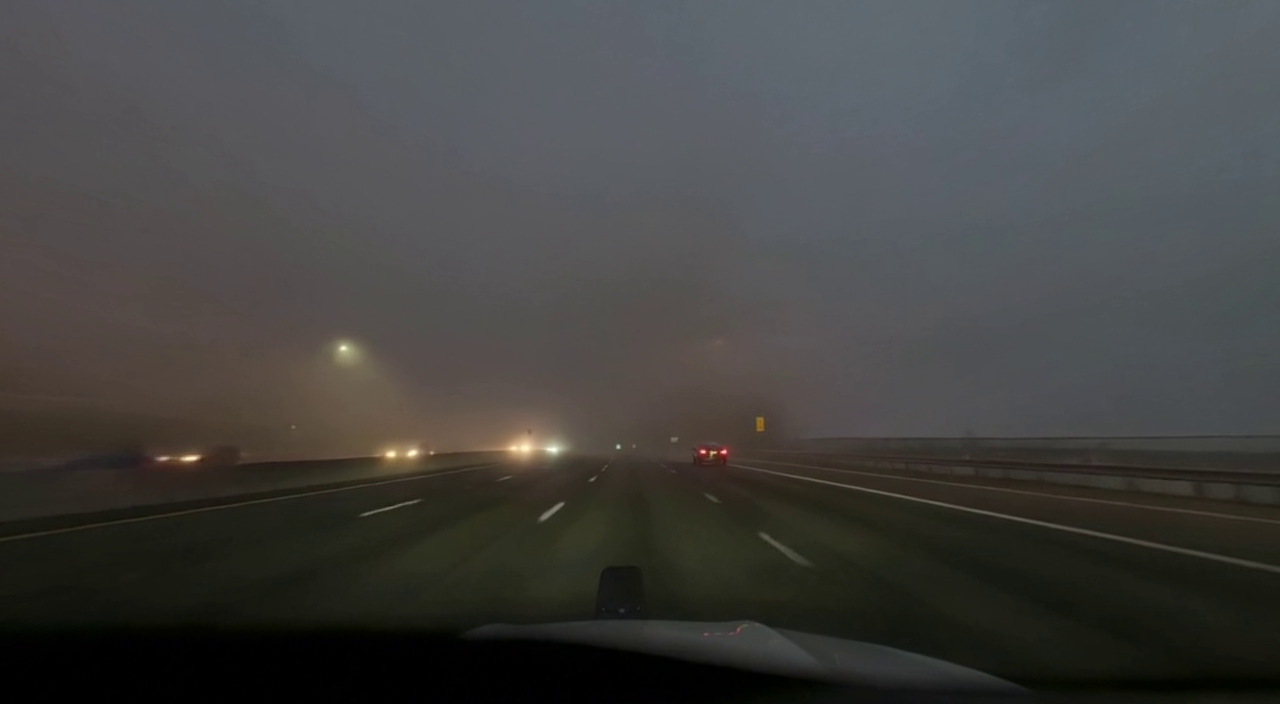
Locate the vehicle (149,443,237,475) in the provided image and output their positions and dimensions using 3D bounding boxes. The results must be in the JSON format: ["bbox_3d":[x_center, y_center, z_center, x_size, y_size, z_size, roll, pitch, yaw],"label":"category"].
[{"bbox_3d":[-24.277,5.791,34.443,1.797,1.594,4.115,0,-8,-1],"label":"vehicle"}]

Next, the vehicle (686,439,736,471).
[{"bbox_3d":[3.488,5.153,31.784,1.926,1.477,4.025,0,-8,-2],"label":"vehicle"}]

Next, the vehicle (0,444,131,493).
[{"bbox_3d":[-20.352,3.924,21.648,1.859,1.479,4.733,-1,-8,-1],"label":"vehicle"}]

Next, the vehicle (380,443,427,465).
[{"bbox_3d":[-17.324,7.485,46.478,1.855,1.504,4.310,0,-8,-1],"label":"vehicle"}]
